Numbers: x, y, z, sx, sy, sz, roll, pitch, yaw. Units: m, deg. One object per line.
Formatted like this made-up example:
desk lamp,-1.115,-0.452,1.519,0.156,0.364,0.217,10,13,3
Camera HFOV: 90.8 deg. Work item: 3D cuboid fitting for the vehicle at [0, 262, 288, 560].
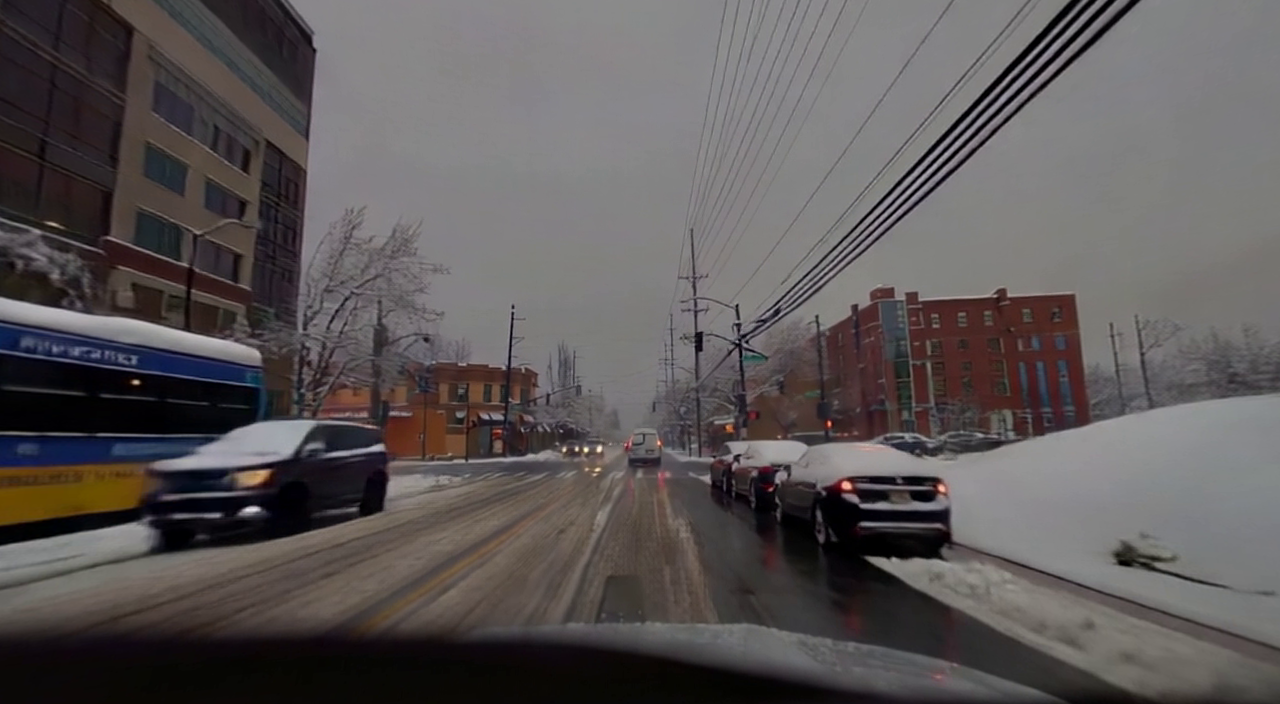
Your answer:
vehicle,-9.398,0.655,7.186,3.022,3.627,13.129,-1,-9,1

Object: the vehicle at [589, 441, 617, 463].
vehicle,-2.853,7.785,49.320,2.026,1.616,4.109,1,-8,-1

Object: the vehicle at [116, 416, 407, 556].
vehicle,-5.588,2.009,10.151,2.050,1.763,4.119,0,-8,1

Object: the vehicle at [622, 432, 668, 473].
vehicle,0.306,5.025,31.642,2.127,1.893,4.194,0,-8,2

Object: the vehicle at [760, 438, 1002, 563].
vehicle,3.318,2.121,9.869,2.018,1.474,4.524,0,-8,0
